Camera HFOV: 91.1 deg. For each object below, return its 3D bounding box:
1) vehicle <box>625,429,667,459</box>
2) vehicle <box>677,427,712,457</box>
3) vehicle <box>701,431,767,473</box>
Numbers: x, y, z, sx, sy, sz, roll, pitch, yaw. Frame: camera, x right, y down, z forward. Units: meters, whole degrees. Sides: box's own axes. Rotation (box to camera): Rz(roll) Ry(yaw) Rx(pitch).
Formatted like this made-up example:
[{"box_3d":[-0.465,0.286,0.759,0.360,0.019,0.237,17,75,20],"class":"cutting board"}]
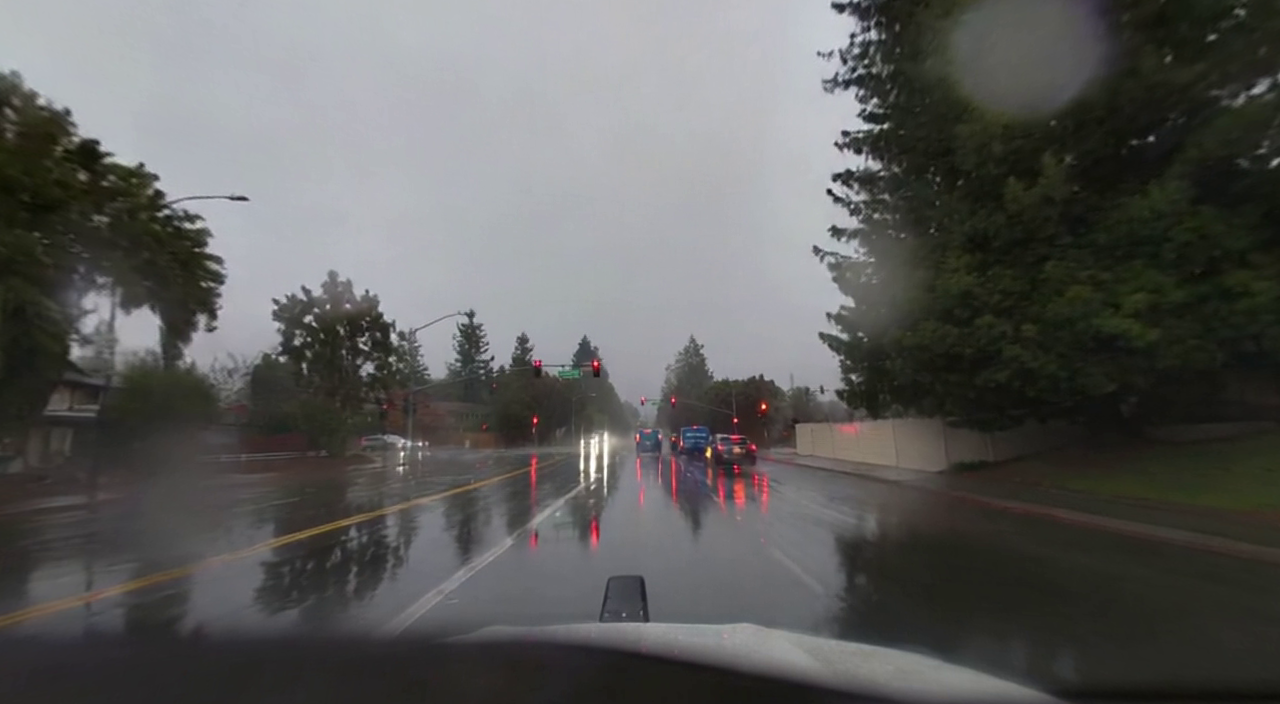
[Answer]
[{"box_3d":[0.366,5.440,37.052,2.321,1.624,4.367,0,-8,1],"class":"vehicle"},{"box_3d":[3.623,6.102,42.623,2.059,1.924,4.257,0,-8,0],"class":"vehicle"},{"box_3d":[3.683,4.012,25.326,1.934,1.506,4.544,0,-8,-1],"class":"vehicle"}]
